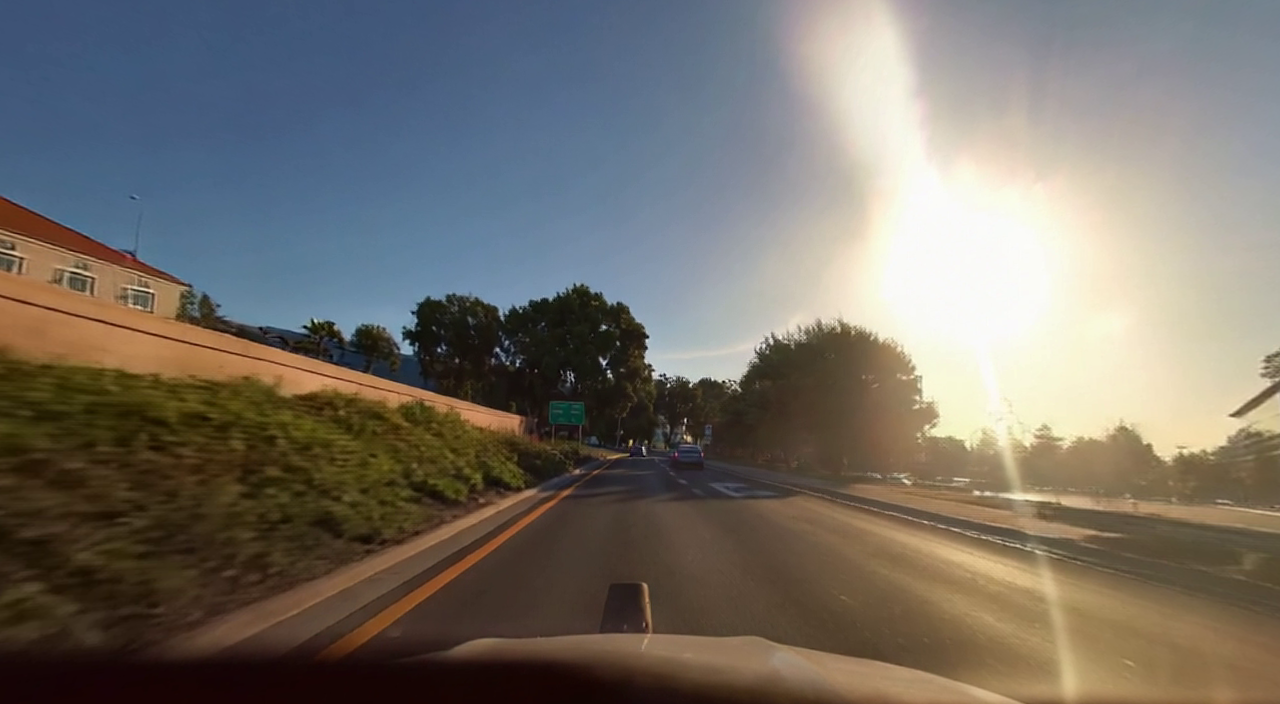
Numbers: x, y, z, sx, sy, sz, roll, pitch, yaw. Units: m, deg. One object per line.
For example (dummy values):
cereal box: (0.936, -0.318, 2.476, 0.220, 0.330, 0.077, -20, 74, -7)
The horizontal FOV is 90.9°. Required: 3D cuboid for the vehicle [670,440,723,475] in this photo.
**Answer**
vehicle: (2.515, 4.839, 29.286, 1.956, 1.473, 4.640, 0, -8, -1)
